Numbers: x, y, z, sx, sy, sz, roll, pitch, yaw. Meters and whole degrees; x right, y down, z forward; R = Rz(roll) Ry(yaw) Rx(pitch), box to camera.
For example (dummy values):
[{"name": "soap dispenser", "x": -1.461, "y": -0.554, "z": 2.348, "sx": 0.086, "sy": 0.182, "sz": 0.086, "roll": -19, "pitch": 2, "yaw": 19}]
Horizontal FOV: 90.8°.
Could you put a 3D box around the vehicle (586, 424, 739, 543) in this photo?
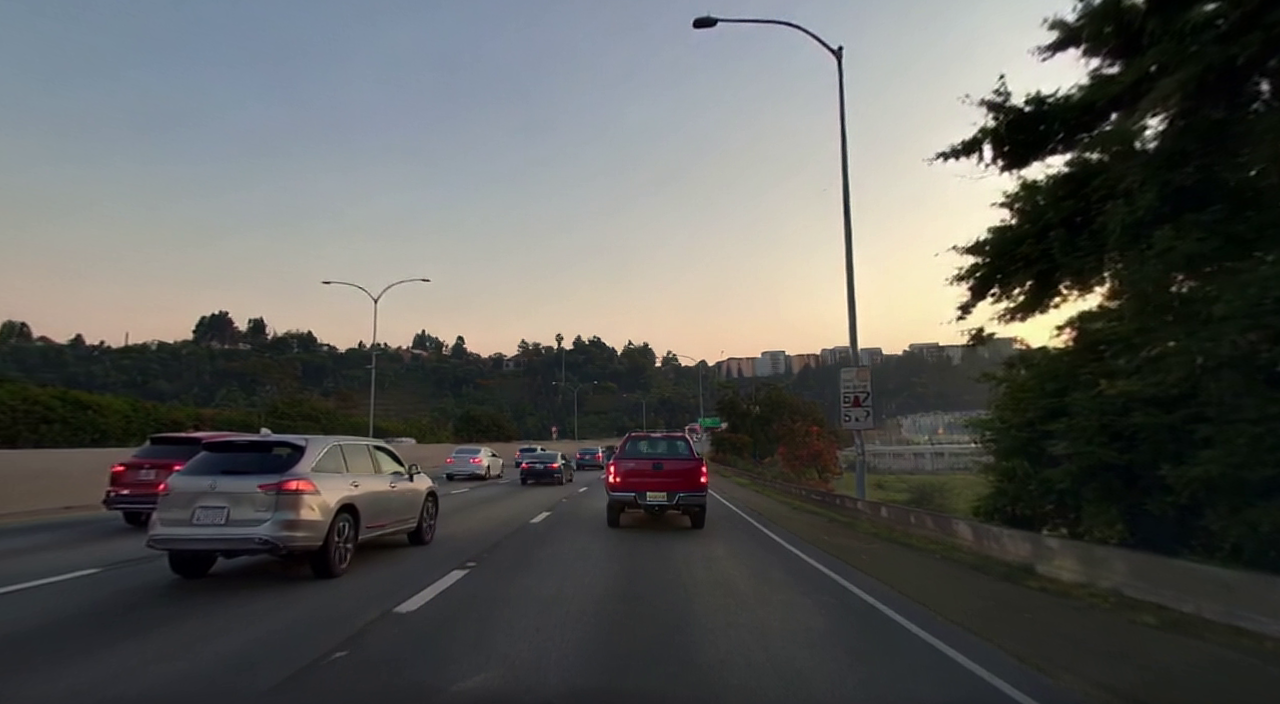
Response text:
[{"name": "vehicle", "x": 0.386, "y": 2.265, "z": 11.543, "sx": 2.235, "sy": 1.716, "sz": 4.435, "roll": -1, "pitch": -8, "yaw": 2}]

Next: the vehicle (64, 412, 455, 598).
[{"name": "vehicle", "x": -4.174, "y": 1.734, "z": 8.061, "sx": 2.076, "sy": 1.688, "sz": 4.334, "roll": -1, "pitch": -9, "yaw": 4}]

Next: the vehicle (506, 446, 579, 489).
[{"name": "vehicle", "x": -3.550, "y": 4.288, "z": 23.878, "sx": 1.868, "sy": 1.470, "sz": 4.105, "roll": -1, "pitch": -9, "yaw": 4}]
